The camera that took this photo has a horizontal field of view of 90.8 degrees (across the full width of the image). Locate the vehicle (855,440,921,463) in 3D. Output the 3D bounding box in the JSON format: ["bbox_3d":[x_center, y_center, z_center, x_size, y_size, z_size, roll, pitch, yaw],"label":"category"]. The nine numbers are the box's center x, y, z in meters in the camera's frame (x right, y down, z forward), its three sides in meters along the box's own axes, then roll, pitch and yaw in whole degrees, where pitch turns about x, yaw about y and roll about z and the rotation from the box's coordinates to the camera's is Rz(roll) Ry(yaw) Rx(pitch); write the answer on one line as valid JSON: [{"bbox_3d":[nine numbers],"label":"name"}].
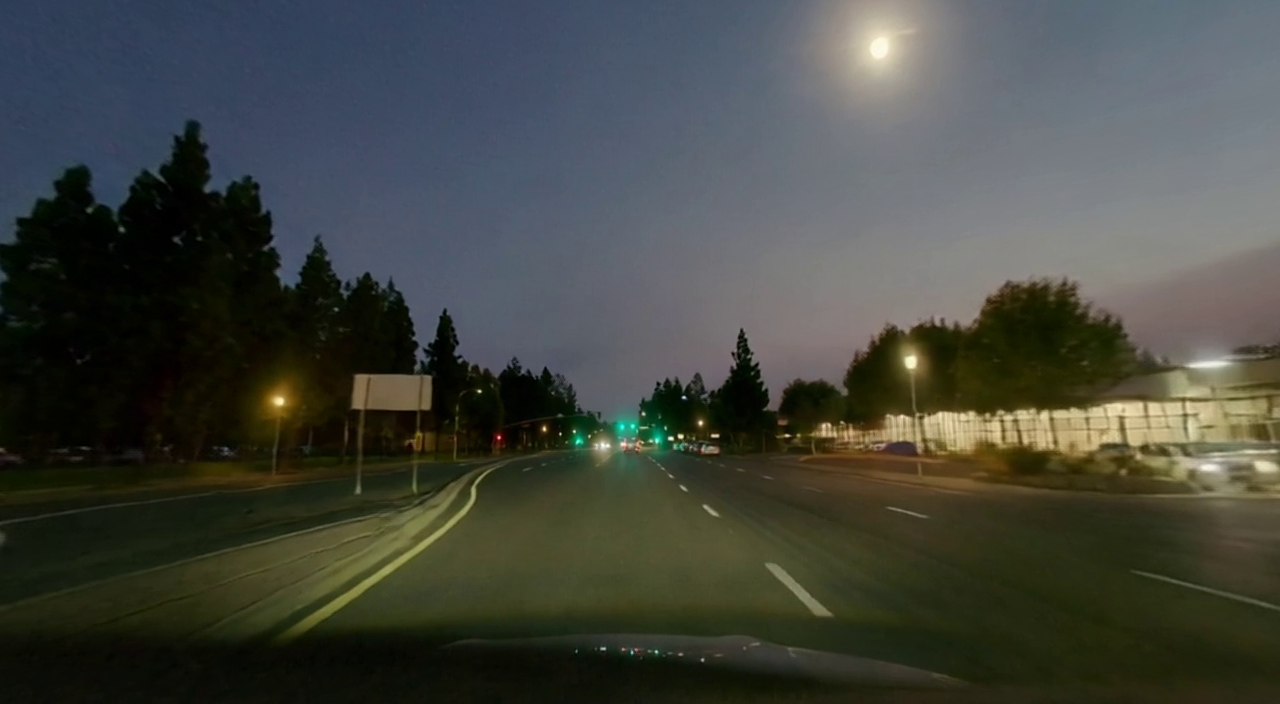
[{"bbox_3d":[17.580,7.061,44.870,3.923,1.575,1.882,2,-10,-13],"label":"vehicle"}]

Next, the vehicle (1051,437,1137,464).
[{"bbox_3d":[30.741,6.649,42.830,4.454,1.778,2.070,2,-8,-10],"label":"vehicle"}]

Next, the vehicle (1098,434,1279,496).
[{"bbox_3d":[16.661,3.290,18.882,1.966,1.583,4.568,2,-8,-11],"label":"vehicle"}]
